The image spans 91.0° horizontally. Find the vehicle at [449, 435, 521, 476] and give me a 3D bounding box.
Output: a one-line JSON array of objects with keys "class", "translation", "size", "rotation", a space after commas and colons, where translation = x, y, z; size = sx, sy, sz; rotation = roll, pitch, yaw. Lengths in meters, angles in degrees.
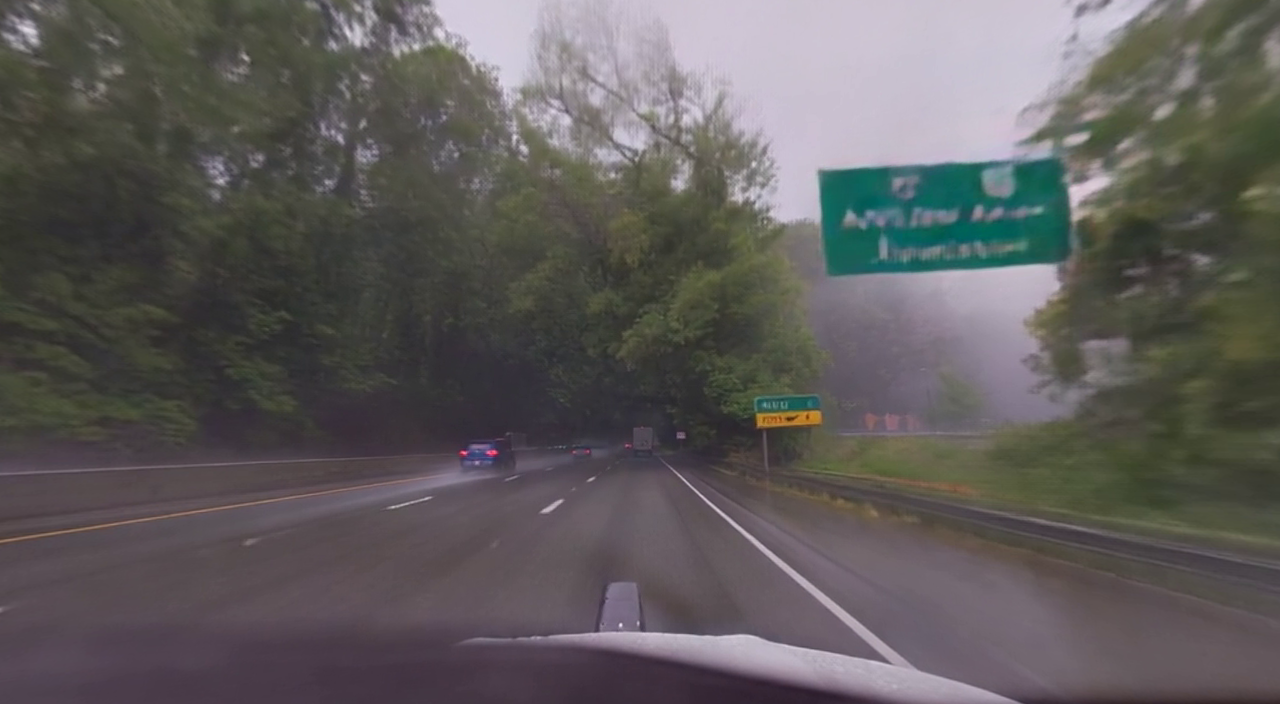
[{"class": "vehicle", "translation": [-7.367, 4.969, 30.464], "size": [2.253, 1.815, 4.618], "rotation": [0, -9, 1]}]
